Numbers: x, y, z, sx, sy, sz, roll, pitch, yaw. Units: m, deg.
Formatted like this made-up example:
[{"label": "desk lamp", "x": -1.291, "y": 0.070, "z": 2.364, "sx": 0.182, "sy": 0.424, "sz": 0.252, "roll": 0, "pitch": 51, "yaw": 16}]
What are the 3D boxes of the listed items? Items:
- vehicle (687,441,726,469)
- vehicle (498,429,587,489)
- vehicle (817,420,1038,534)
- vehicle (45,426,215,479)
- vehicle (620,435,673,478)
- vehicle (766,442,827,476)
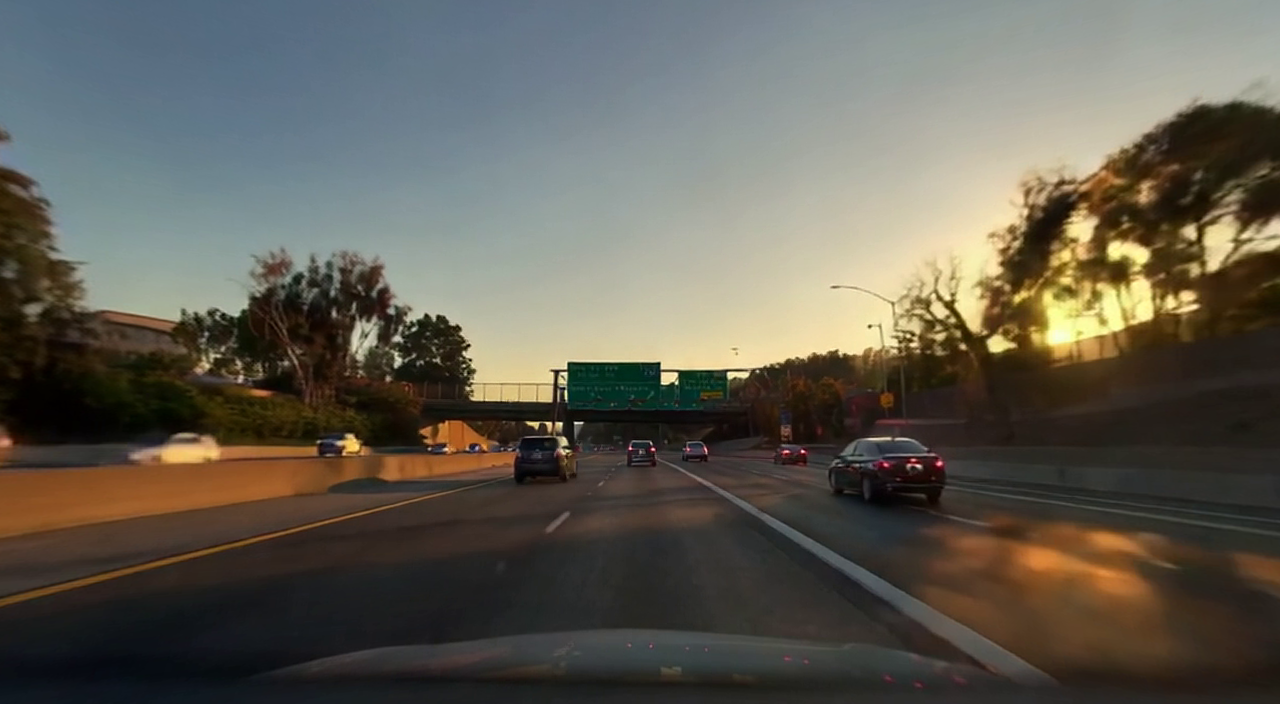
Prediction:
[{"label": "vehicle", "x": 4.237, "y": 6.676, "z": 41.050, "sx": 2.022, "sy": 1.682, "sz": 4.226, "roll": 0, "pitch": -9, "yaw": -1}, {"label": "vehicle", "x": -3.169, "y": 3.621, "z": 21.561, "sx": 2.199, "sy": 1.777, "sz": 4.790, "roll": 0, "pitch": -9, "yaw": 1}, {"label": "vehicle", "x": 4.975, "y": 2.233, "z": 11.850, "sx": 2.041, "sy": 1.669, "sz": 4.712, "roll": 0, "pitch": -9, "yaw": 2}, {"label": "vehicle", "x": -18.285, "y": 3.649, "z": 22.985, "sx": 2.019, "sy": 1.714, "sz": 4.907, "roll": 0, "pitch": -9, "yaw": 1}, {"label": "vehicle", "x": 0.271, "y": 4.576, "z": 27.728, "sx": 2.181, "sy": 1.728, "sz": 3.970, "roll": 0, "pitch": -9, "yaw": 0}, {"label": "vehicle", "x": 7.766, "y": 5.334, "z": 31.621, "sx": 1.989, "sy": 1.569, "sz": 3.964, "roll": 1, "pitch": -9, "yaw": -1}]
